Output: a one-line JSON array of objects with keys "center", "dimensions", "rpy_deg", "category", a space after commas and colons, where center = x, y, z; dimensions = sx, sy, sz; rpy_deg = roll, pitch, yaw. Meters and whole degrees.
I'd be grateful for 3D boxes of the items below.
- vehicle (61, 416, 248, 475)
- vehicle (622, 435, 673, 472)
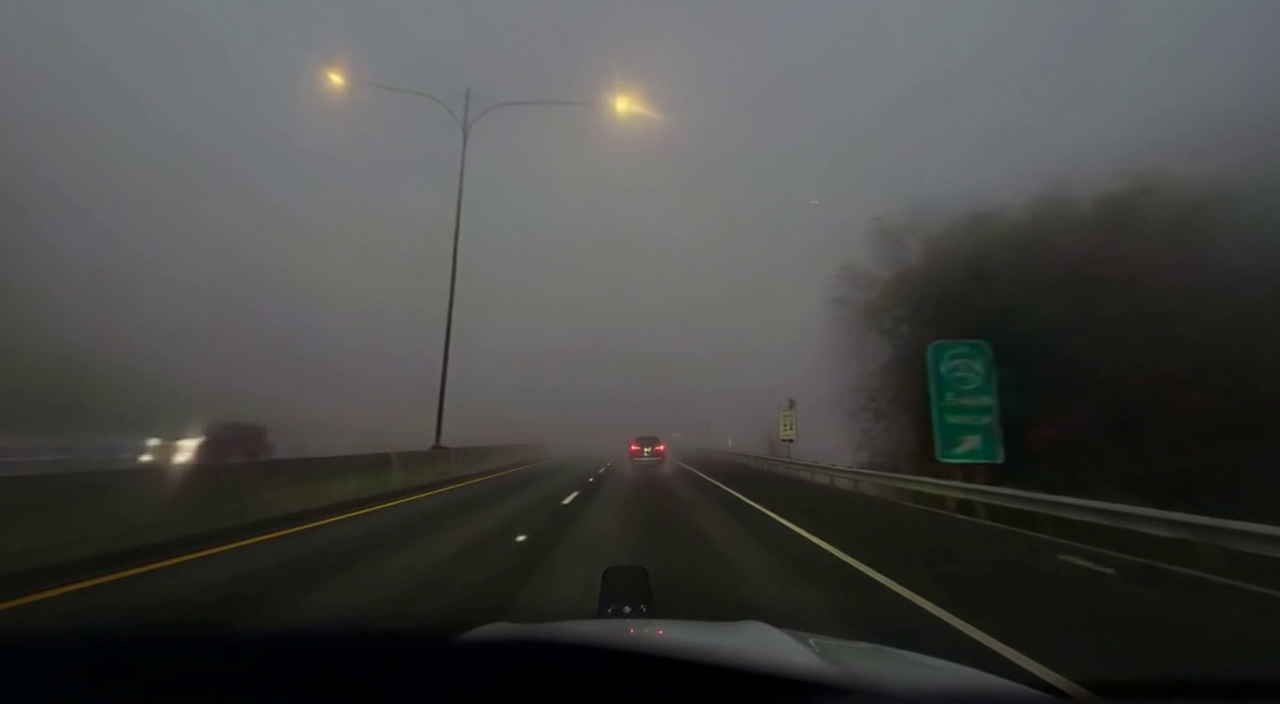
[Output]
[{"center": [-14.411, 2.822, 19.112], "dimensions": [1.880, 1.535, 4.651], "rpy_deg": [0, -8, 1], "category": "vehicle"}, {"center": [0.324, 4.519, 28.260], "dimensions": [2.130, 1.512, 4.057], "rpy_deg": [0, -8, 0], "category": "vehicle"}]
